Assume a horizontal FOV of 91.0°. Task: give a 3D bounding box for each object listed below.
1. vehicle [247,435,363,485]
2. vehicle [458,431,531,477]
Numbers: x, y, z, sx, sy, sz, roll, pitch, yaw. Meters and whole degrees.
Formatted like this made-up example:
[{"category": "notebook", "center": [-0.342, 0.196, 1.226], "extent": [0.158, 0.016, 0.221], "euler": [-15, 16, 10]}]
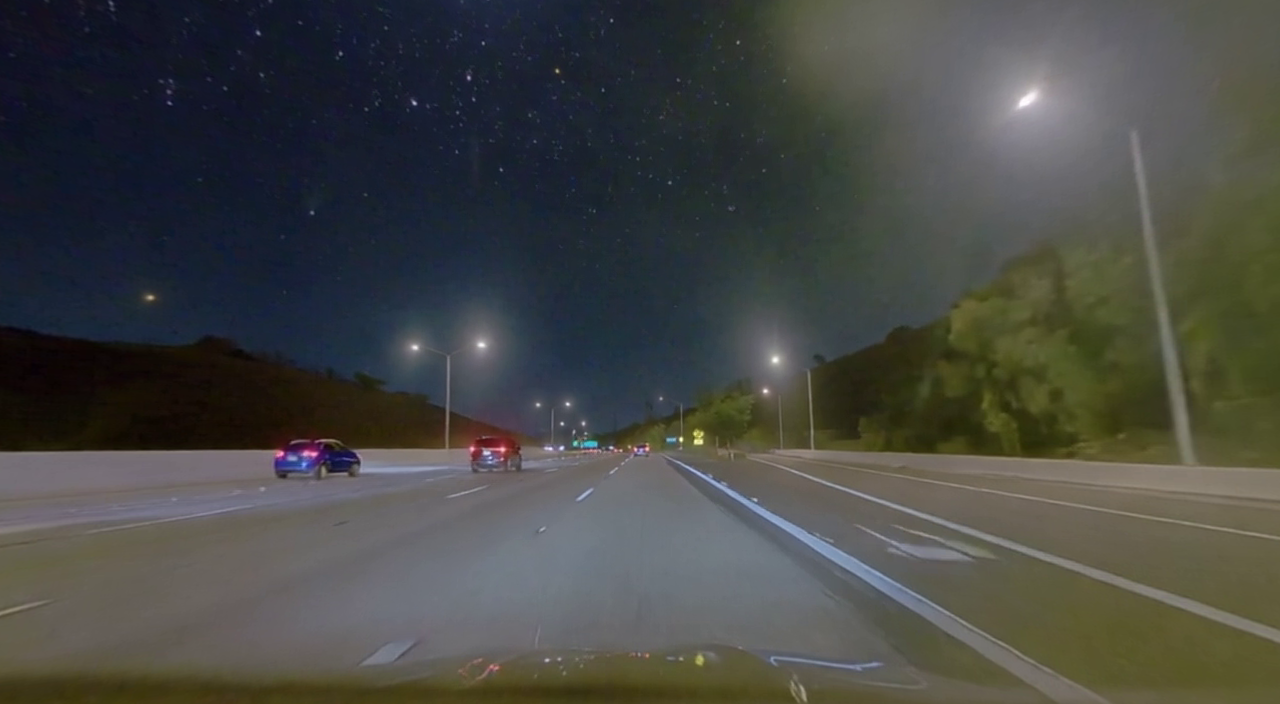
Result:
[{"category": "vehicle", "center": [-13.760, 4.458, 26.303], "extent": [2.079, 1.822, 4.893], "euler": [-1, -9, 1]}, {"category": "vehicle", "center": [-6.732, 4.798, 29.759], "extent": [2.219, 1.947, 4.924], "euler": [-1, -9, 1]}]
